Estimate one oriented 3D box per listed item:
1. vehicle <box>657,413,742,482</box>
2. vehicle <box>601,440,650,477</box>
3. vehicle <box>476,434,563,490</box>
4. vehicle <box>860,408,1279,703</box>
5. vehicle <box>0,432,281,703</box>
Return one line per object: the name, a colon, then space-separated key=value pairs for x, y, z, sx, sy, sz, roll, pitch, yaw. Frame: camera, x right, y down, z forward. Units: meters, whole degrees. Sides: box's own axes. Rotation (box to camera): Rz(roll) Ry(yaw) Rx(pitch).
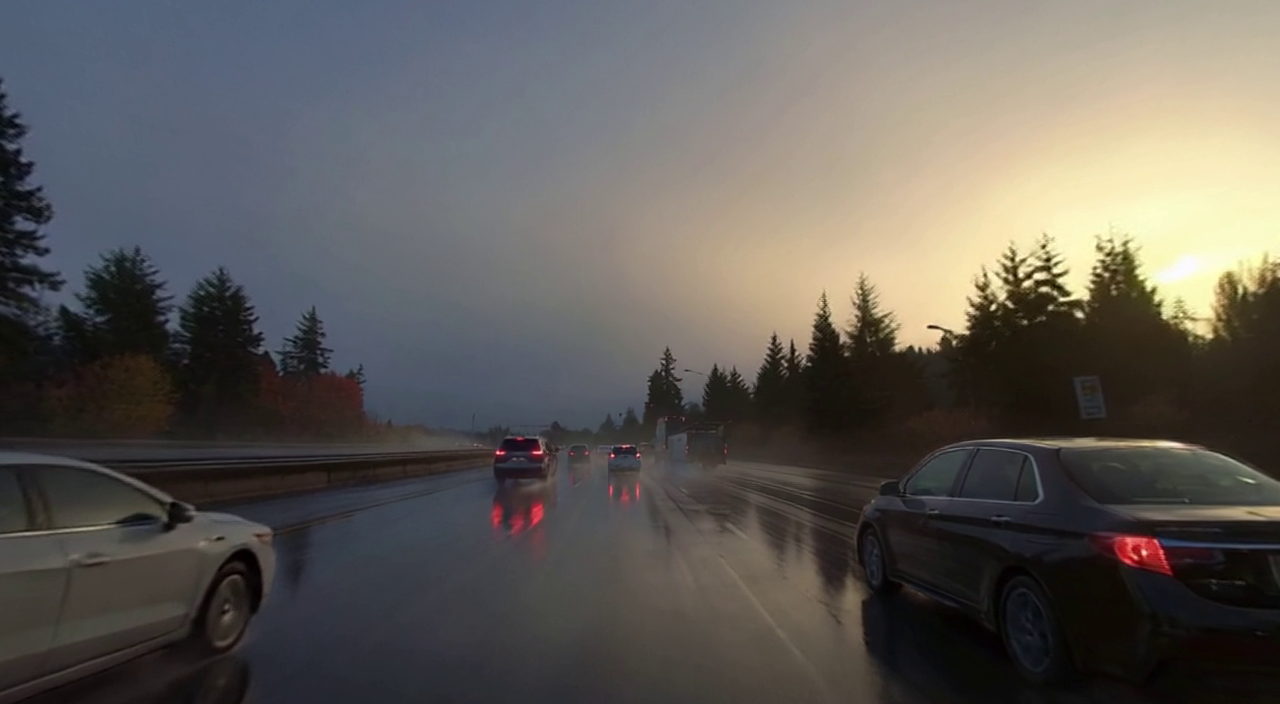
vehicle: x=3.007 y=5.472 z=36.304 sx=3.426 sy=3.279 sz=12.313 roll=0 pitch=-9 yaw=-1
vehicle: x=-0.668 y=5.182 z=30.805 sx=2.235 sy=1.682 sz=4.094 roll=0 pitch=-9 yaw=-1
vehicle: x=-4.195 y=3.921 z=22.848 sx=2.176 sy=1.783 sz=4.799 roll=0 pitch=-9 yaw=0
vehicle: x=3.055 y=1.187 z=3.590 sx=2.031 sy=1.504 sz=4.327 roll=0 pitch=-9 yaw=0
vehicle: x=-4.120 y=1.128 z=3.237 sx=1.947 sy=1.424 sz=4.264 roll=0 pitch=-9 yaw=1
